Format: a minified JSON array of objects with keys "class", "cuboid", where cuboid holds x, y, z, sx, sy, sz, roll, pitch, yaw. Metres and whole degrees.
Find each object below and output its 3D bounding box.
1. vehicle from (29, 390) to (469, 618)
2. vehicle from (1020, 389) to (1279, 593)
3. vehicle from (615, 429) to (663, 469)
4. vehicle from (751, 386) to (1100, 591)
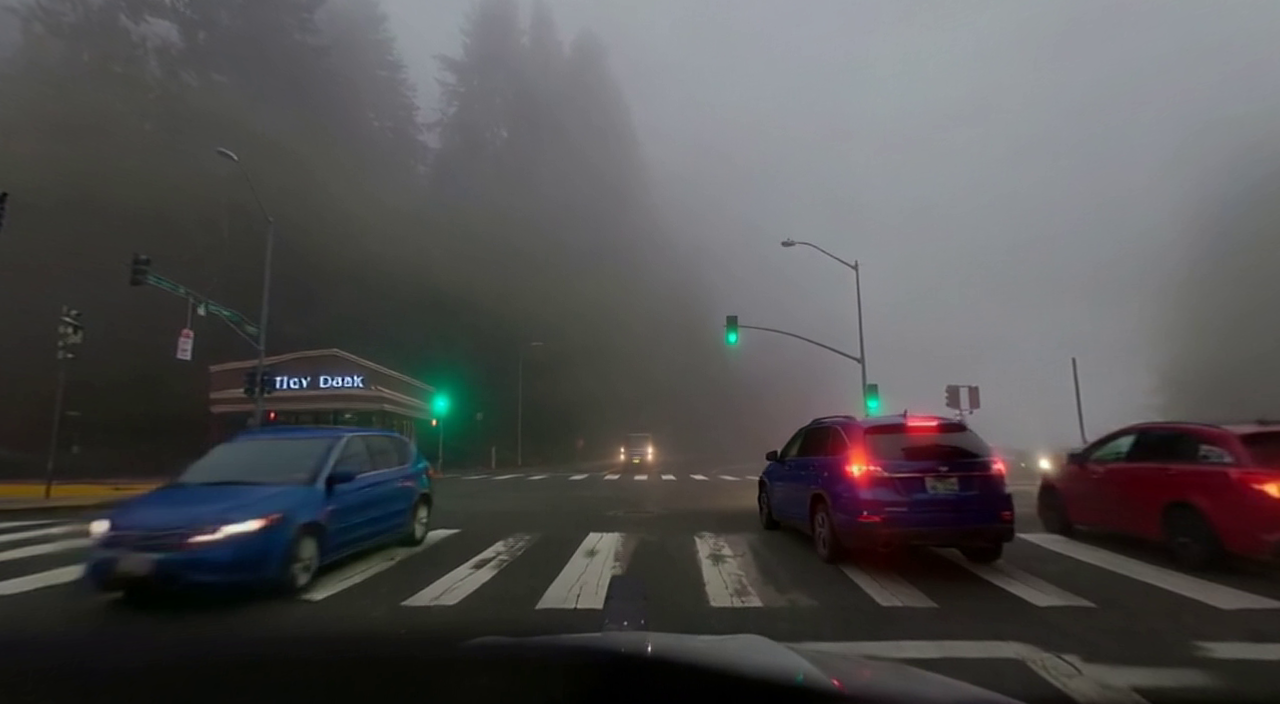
[{"class":"vehicle","cuboid":[-3.446,1.404,6.730,1.961,1.658,4.064,-1,-8,2]},{"class":"vehicle","cuboid":[6.233,1.362,6.729,1.792,1.682,4.089,0,-8,1]},{"class":"vehicle","cuboid":[-0.112,5.218,34.007,2.390,1.948,5.344,0,-8,-1]},{"class":"vehicle","cuboid":[2.851,1.493,7.800,2.048,1.725,4.754,0,-8,0]}]
